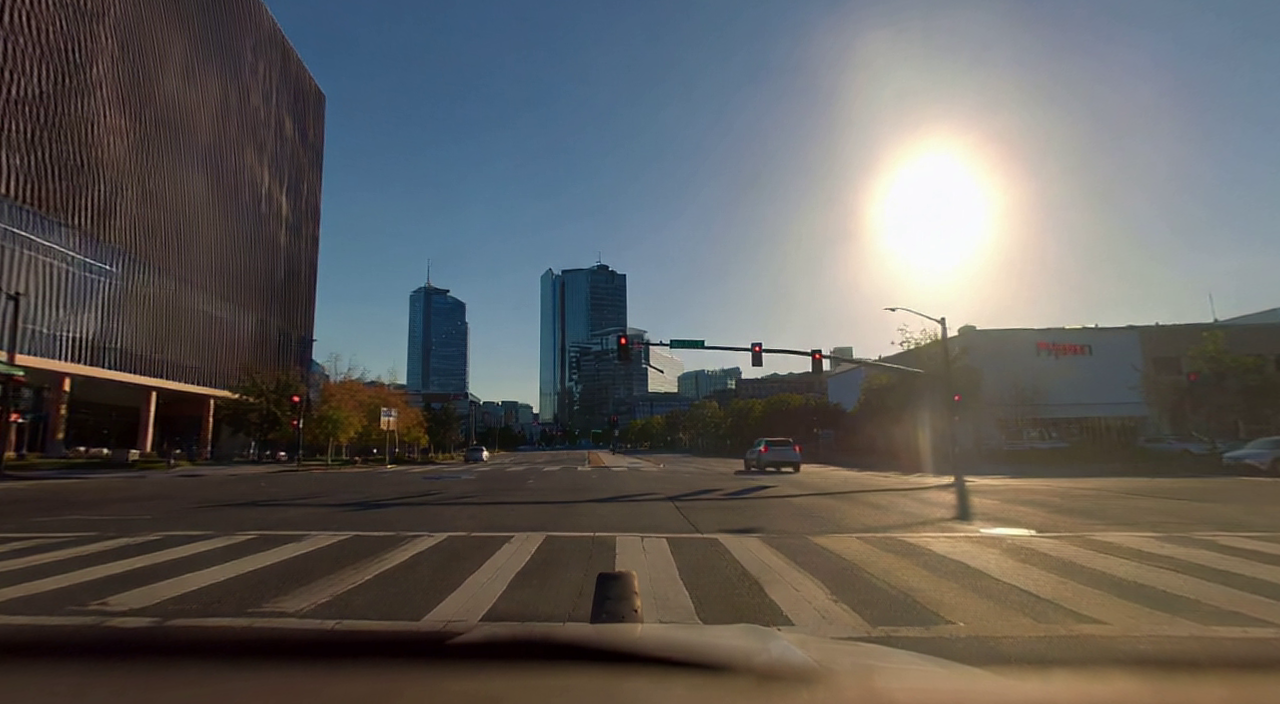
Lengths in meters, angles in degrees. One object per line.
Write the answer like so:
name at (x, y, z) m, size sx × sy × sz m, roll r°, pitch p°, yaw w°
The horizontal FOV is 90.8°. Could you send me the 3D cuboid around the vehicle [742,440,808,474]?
vehicle at (6.290, 4.955, 29.940) m, size 1.988 × 1.466 × 4.529 m, roll 0°, pitch -8°, yaw -2°
